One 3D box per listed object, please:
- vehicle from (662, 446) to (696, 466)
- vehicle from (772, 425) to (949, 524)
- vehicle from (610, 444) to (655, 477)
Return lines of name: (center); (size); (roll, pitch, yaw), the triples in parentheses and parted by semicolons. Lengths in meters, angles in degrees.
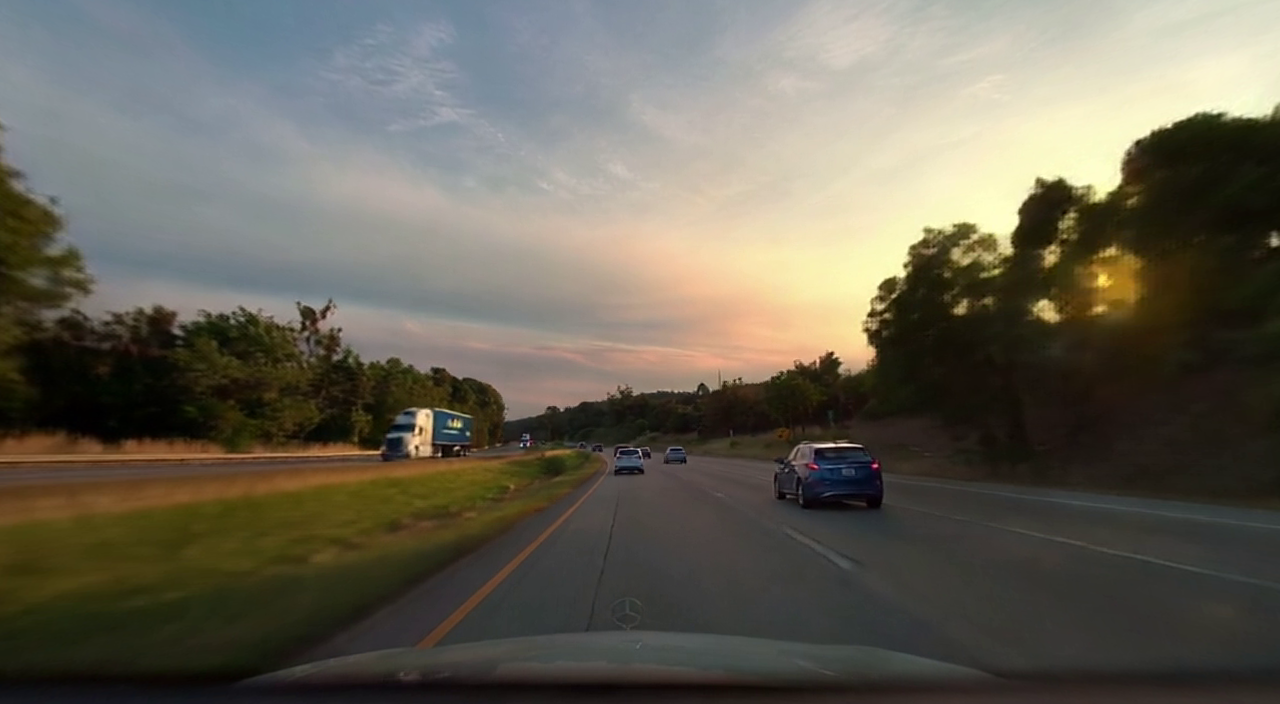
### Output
vehicle: (2.982, 8.091, 49.065); (2.008, 1.504, 4.291); (1, -9, -4)
vehicle: (4.082, 2.351, 12.476); (2.013, 1.623, 3.916); (0, -9, -1)
vehicle: (-0.415, 5.297, 30.942); (2.050, 1.534, 3.771); (0, -9, -2)
